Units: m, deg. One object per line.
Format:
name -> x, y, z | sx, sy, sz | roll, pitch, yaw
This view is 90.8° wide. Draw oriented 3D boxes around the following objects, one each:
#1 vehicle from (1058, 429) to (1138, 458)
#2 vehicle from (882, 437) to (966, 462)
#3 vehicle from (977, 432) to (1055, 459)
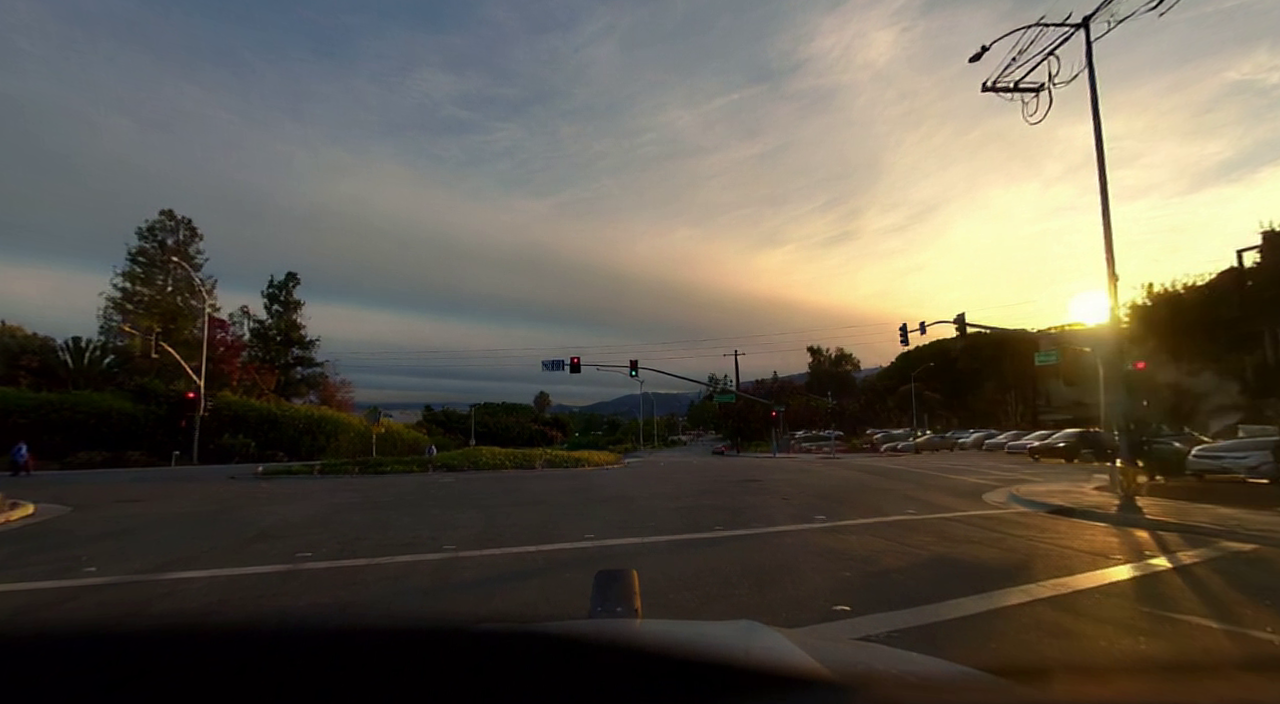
vehicle -> 36.094, 7.194, 49.731 | 6.148, 2.119, 2.473 | 4, -10, -28
vehicle -> 18.711, 6.421, 41.624 | 5.234, 1.549, 1.982 | 4, -9, -24
vehicle -> 26.961, 6.724, 45.269 | 5.032, 1.828, 2.183 | 4, -9, -24
